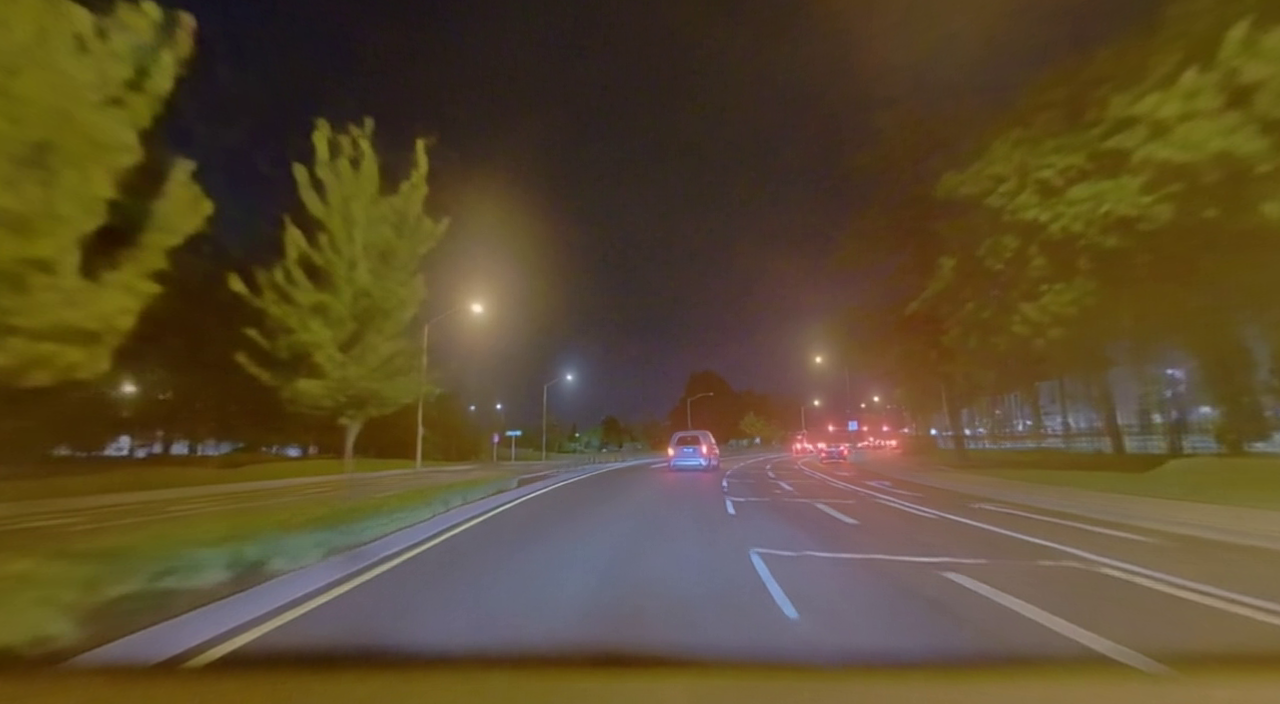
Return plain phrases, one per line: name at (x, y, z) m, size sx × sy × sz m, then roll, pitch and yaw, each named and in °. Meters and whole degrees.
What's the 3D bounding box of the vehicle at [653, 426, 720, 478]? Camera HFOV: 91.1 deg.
vehicle at (2.102, 4.204, 26.644) m, size 2.371 × 1.926 × 5.615 m, roll -1°, pitch -9°, yaw 9°
